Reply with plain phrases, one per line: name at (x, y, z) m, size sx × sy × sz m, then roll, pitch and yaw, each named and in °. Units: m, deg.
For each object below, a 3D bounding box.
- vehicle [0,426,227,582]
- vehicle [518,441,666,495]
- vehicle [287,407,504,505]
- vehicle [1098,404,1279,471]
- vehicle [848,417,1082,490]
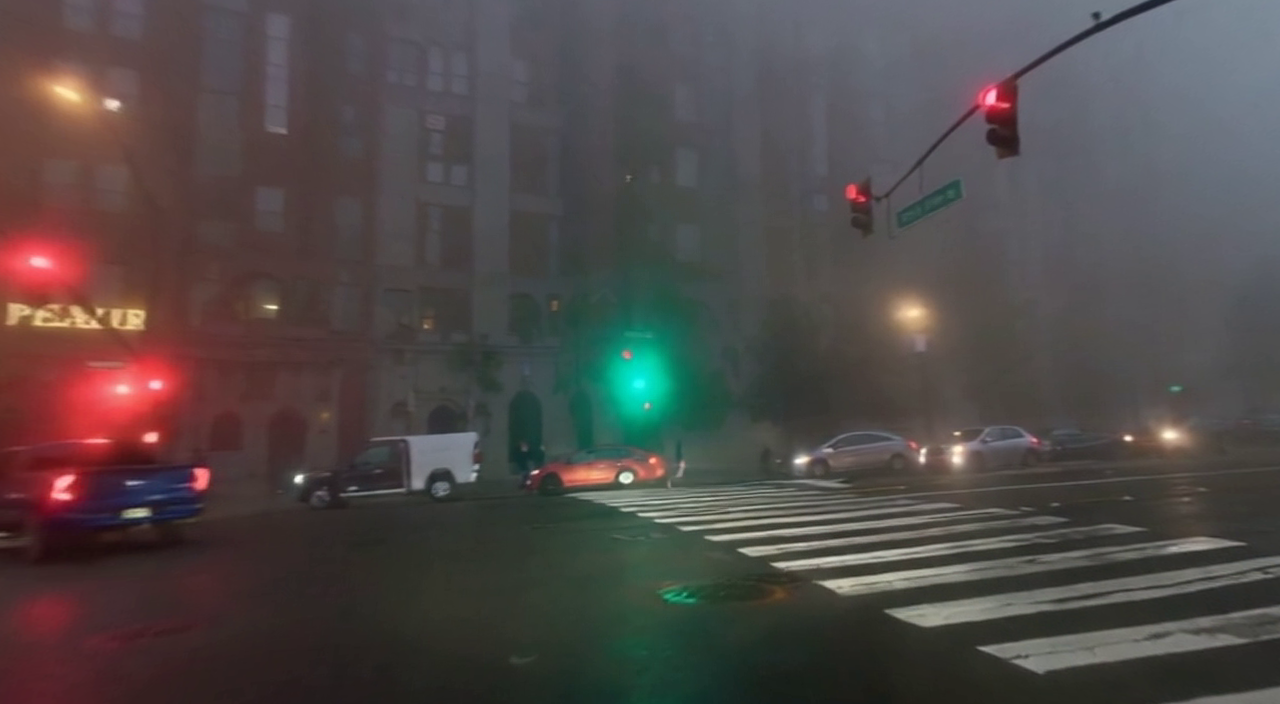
vehicle at (-10.055, 2.347, 10.704) m, size 5.534 × 2.020 × 2.477 m, roll -4°, pitch -9°, yaw 26°
vehicle at (-1.592, 3.657, 20.218) m, size 4.515 × 1.583 × 1.920 m, roll 1°, pitch -8°, yaw -10°
vehicle at (-7.712, 3.364, 20.760) m, size 6.182 × 2.913 × 2.526 m, roll 1°, pitch -8°, yaw -11°
vehicle at (14.457, 2.200, 16.210) m, size 4.390 × 1.552 × 1.925 m, roll 2°, pitch -9°, yaw -16°
vehicle at (7.398, 2.292, 14.485) m, size 4.600 × 1.506 × 1.878 m, roll 2°, pitch -8°, yaw -15°
